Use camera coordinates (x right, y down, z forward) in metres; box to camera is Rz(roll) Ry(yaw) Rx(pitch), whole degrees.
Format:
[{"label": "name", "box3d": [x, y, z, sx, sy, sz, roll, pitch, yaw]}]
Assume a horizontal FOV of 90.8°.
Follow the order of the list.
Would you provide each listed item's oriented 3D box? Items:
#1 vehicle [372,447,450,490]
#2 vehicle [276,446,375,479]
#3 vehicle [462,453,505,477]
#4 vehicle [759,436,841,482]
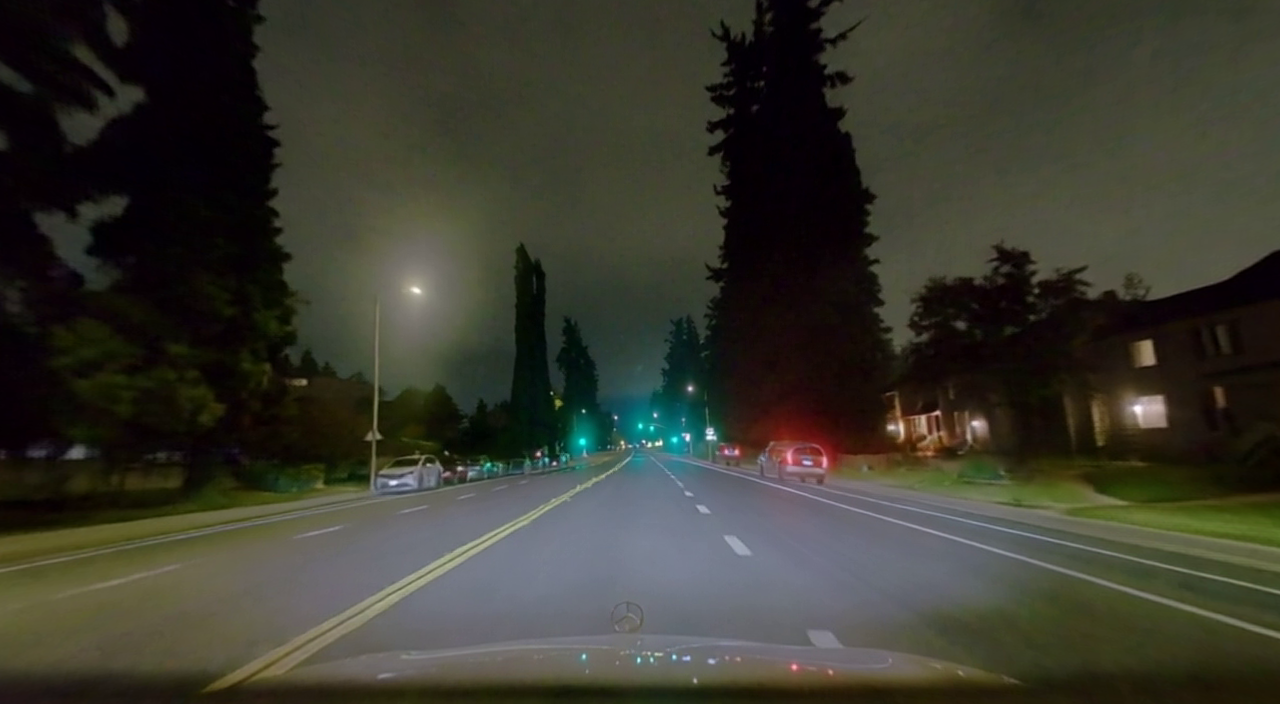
[{"label": "vehicle", "box3d": [-10.703, 5.438, 29.839, 1.996, 1.781, 4.139, -3, -9, 2]}, {"label": "vehicle", "box3d": [-18.447, 6.503, 37.244, 4.699, 1.853, 2.095, 0, -9, 2]}, {"label": "vehicle", "box3d": [-10.692, 7.721, 43.335, 1.838, 1.450, 4.317, 0, -8, 0]}, {"label": "vehicle", "box3d": [7.443, 5.035, 30.156, 2.224, 1.956, 6.057, 0, -8, -1]}]
